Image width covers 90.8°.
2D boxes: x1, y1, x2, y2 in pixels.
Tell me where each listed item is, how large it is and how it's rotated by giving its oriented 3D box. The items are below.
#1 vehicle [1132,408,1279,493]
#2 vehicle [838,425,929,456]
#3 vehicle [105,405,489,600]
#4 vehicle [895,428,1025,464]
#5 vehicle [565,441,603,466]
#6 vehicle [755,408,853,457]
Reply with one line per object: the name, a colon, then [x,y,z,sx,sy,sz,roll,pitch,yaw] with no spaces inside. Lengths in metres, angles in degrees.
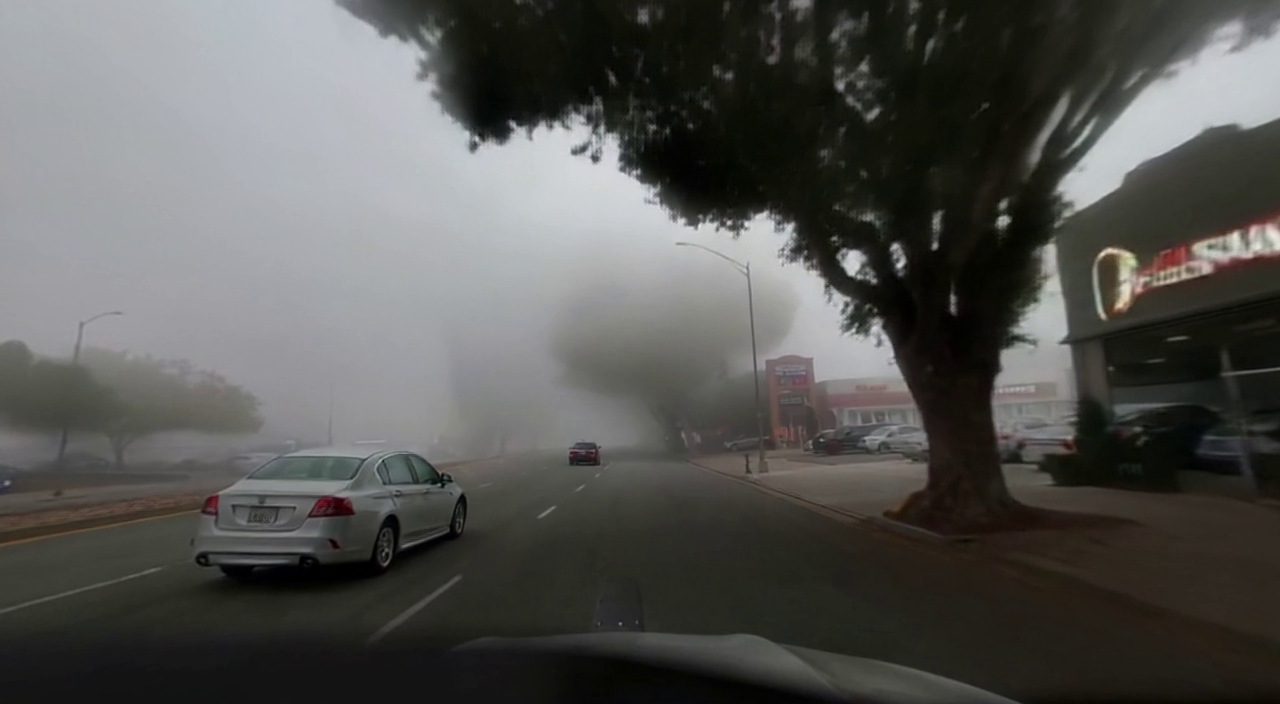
vehicle: [13.292,1.948,13.035,4.697,1.518,1.990,-2,-9,-5]
vehicle: [13.364,4.904,34.881,4.165,1.650,1.946,0,-9,-2]
vehicle: [-3.505,1.640,7.780,2.126,1.655,4.560,0,-9,0]
vehicle: [13.485,3.991,26.773,4.470,1.427,1.872,0,-9,-3]
vehicle: [-3.412,6.292,39.229,1.955,1.461,4.396,0,-9,-1]
vehicle: [12.340,6.130,47.971,6.427,3.417,2.845,-1,-8,-2]
